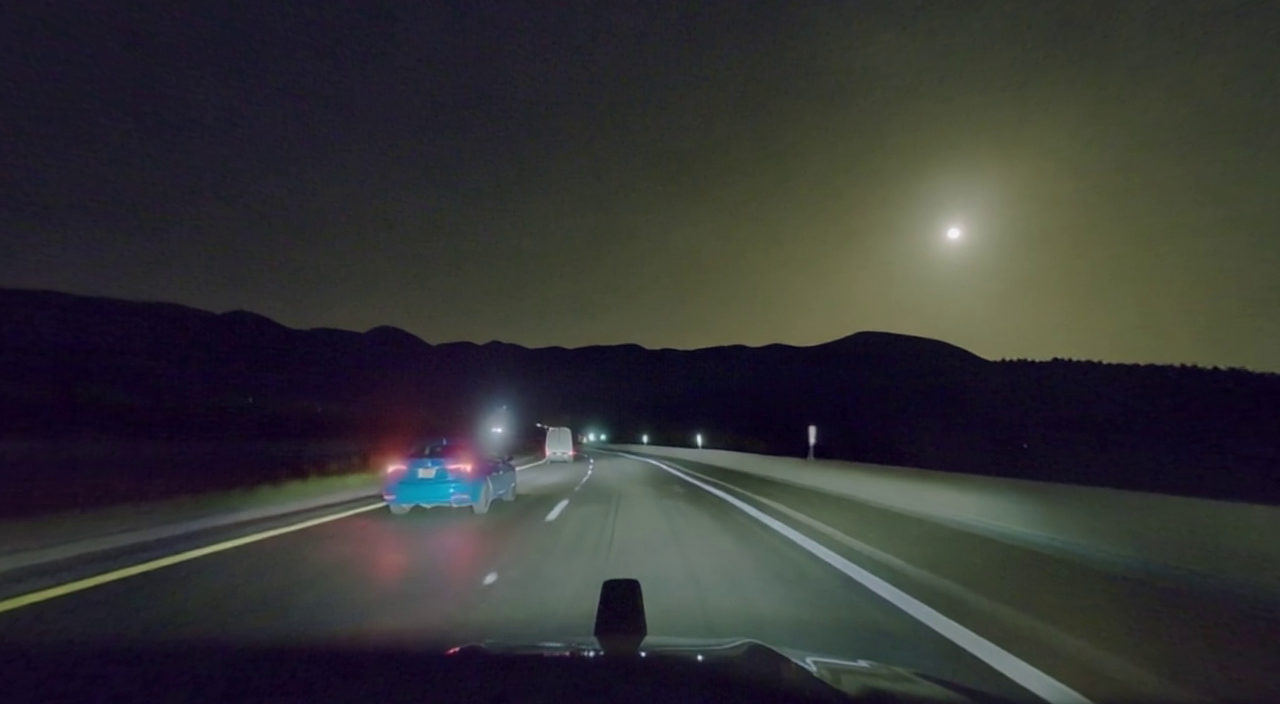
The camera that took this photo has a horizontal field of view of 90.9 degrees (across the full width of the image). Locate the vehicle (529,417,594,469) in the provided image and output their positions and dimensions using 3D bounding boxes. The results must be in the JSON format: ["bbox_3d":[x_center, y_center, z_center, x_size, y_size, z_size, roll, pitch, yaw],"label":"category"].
[{"bbox_3d":[-3.542,4.297,29.720,2.444,2.204,5.568,0,-8,-1],"label":"vehicle"}]

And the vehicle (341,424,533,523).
[{"bbox_3d":[-3.540,2.214,12.105,2.097,1.511,4.585,0,-8,1],"label":"vehicle"}]
